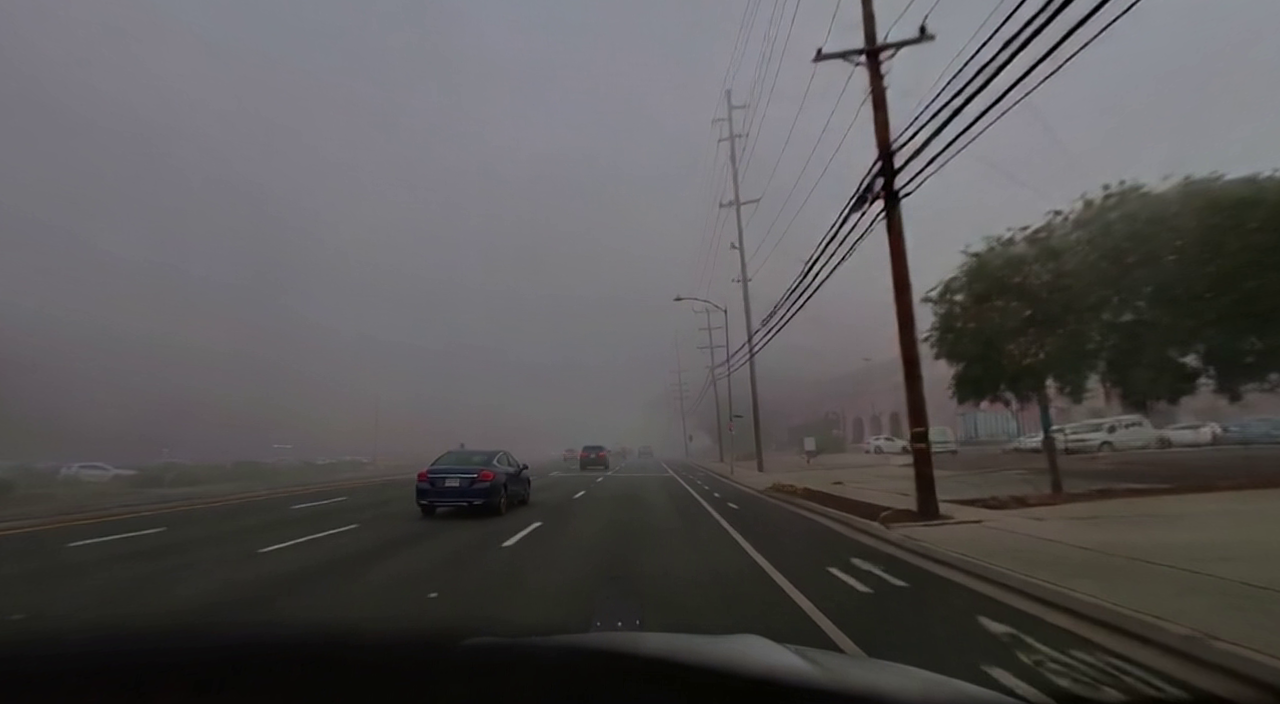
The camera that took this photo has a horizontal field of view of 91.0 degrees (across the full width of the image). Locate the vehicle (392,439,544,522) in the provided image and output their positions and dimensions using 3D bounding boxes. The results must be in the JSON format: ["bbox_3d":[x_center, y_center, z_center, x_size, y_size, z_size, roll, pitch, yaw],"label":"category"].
[{"bbox_3d":[-3.471,2.692,13.741,1.942,1.469,4.426,0,-9,2],"label":"vehicle"}]

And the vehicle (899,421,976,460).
[{"bbox_3d":[16.857,4.998,35.562,4.319,1.812,2.020,2,-10,-38],"label":"vehicle"}]

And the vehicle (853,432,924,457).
[{"bbox_3d":[16.716,6.228,42.284,4.497,1.548,1.997,6,-10,-30],"label":"vehicle"}]

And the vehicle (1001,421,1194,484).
[{"bbox_3d":[12.294,2.779,17.420,1.938,1.495,4.639,0,-9,2],"label":"vehicle"}]

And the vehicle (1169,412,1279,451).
[{"bbox_3d":[28.780,3.932,30.649,1.985,1.739,4.397,1,-9,-4],"label":"vehicle"}]

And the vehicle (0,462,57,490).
[{"bbox_3d":[-40.342,7.826,39.818,4.560,1.649,2.040,1,-9,-7],"label":"vehicle"}]

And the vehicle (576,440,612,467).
[{"bbox_3d":[-3.149,7.021,43.664,2.087,1.736,4.311,0,-9,1],"label":"vehicle"}]
